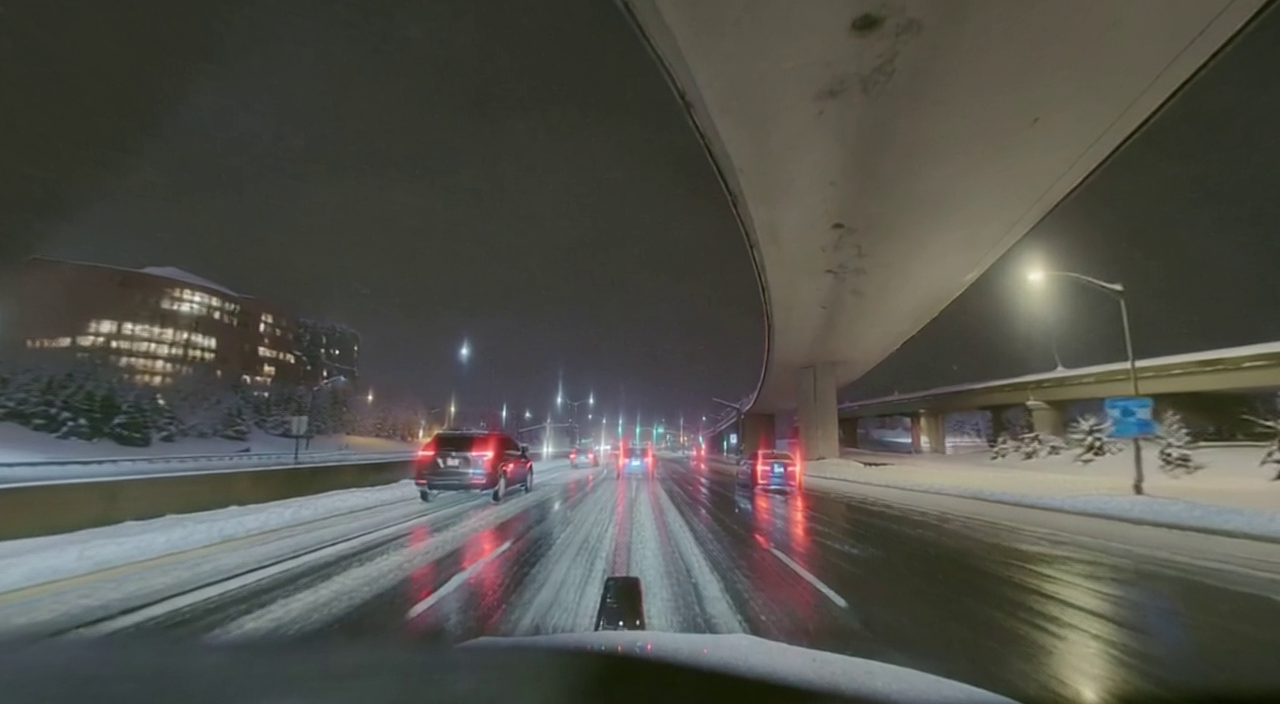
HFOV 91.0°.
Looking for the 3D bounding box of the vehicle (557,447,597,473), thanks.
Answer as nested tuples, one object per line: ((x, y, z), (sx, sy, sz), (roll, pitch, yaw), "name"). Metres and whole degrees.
((-3.687, 6.373, 37.537), (1.868, 1.431, 4.055), (0, -9, 1), "vehicle")

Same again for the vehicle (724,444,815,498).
((3.949, 3.683, 19.894), (1.974, 1.490, 3.994), (0, -9, 0), "vehicle")

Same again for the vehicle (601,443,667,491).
((-0.168, 3.945, 22.042), (2.089, 1.493, 3.964), (0, -8, 0), "vehicle")

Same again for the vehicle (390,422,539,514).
((-3.913, 2.683, 15.055), (2.142, 1.819, 4.648), (0, -8, 1), "vehicle")
